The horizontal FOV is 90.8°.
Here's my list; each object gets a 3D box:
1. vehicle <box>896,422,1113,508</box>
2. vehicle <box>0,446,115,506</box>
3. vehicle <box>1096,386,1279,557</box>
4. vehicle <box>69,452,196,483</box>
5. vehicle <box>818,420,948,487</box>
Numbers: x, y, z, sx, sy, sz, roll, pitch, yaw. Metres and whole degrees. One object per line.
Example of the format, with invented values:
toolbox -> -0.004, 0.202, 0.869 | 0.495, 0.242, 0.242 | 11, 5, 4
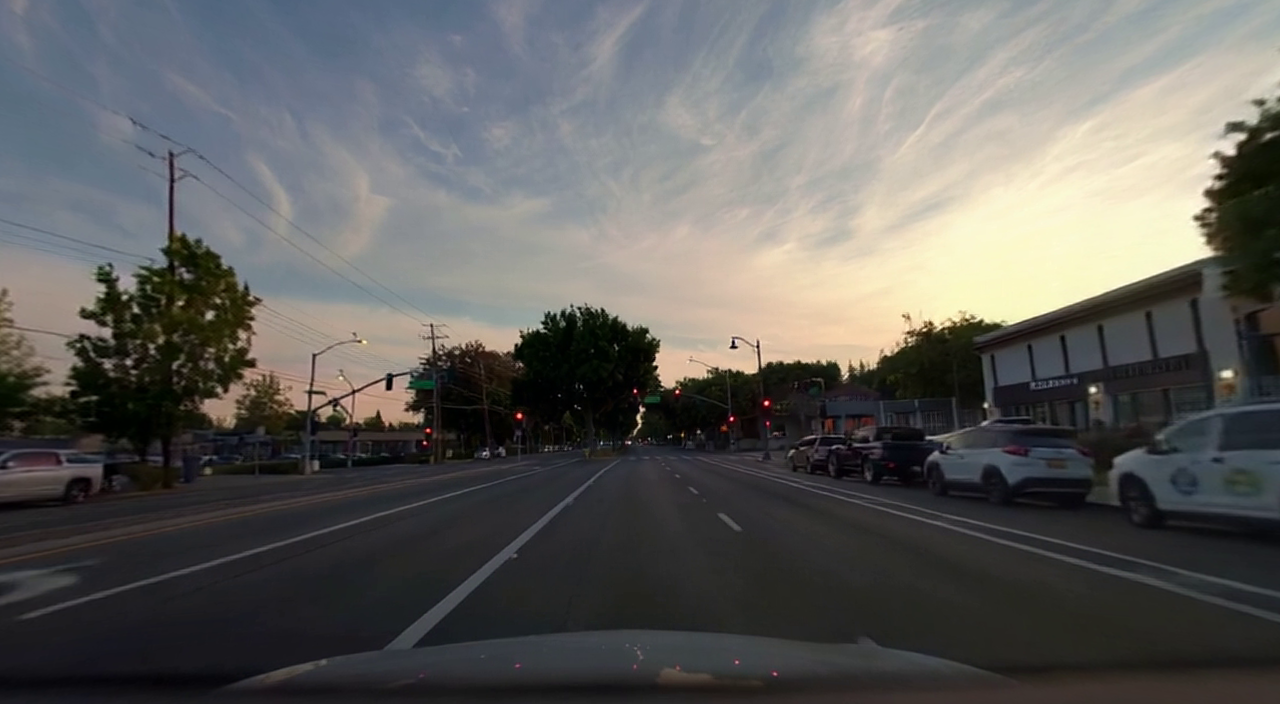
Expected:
vehicle -> 7.960, 2.517, 14.503 | 1.987, 1.628, 4.712 | 0, -8, -3
vehicle -> -22.258, 4.394, 22.312 | 2.328, 1.929, 6.055 | -4, -8, 0
vehicle -> 8.168, 1.417, 7.573 | 1.870, 1.912, 4.657 | 0, -8, 0
vehicle -> -29.002, 6.600, 36.236 | 5.352, 1.644, 2.387 | -1, -8, 4
vehicle -> 7.679, 3.280, 20.691 | 2.130, 1.877, 5.334 | 0, -8, 0
